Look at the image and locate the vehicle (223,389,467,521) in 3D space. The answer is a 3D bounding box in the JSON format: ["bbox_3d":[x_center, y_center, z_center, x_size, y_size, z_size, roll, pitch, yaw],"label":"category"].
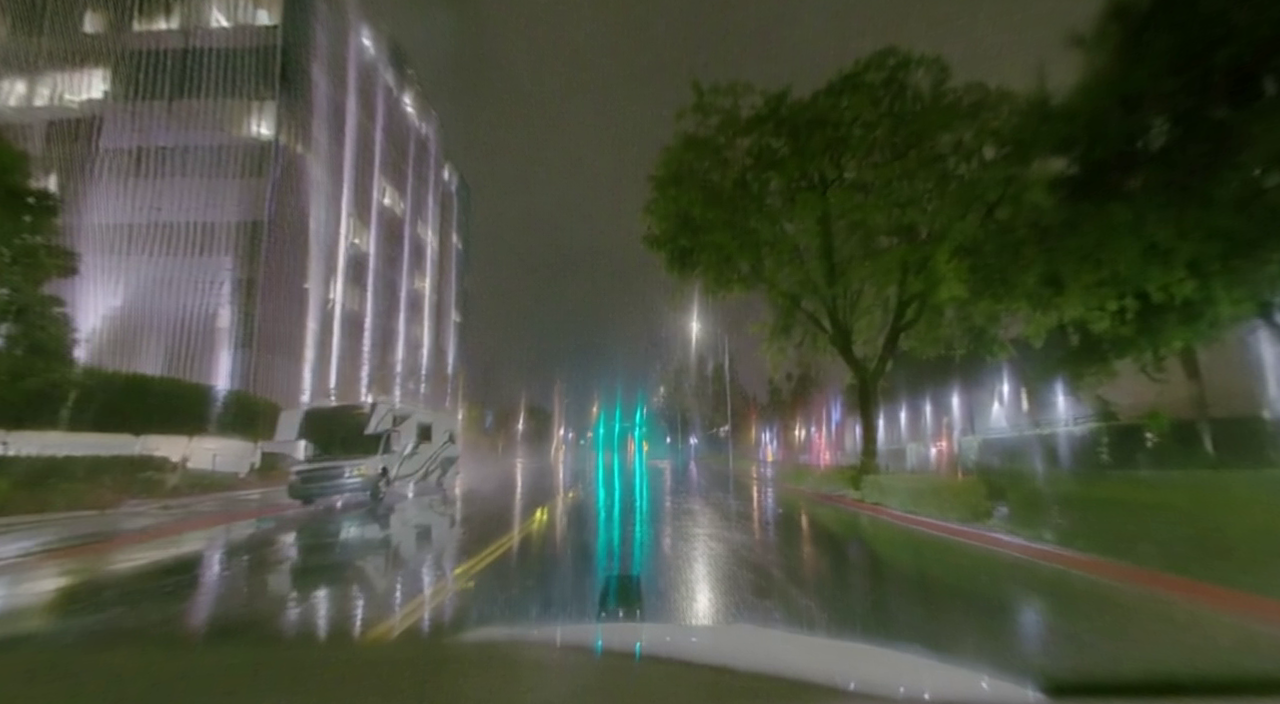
[{"bbox_3d":[-7.349,2.748,17.425,3.108,2.771,7.999,0,-8,-2],"label":"vehicle"}]
